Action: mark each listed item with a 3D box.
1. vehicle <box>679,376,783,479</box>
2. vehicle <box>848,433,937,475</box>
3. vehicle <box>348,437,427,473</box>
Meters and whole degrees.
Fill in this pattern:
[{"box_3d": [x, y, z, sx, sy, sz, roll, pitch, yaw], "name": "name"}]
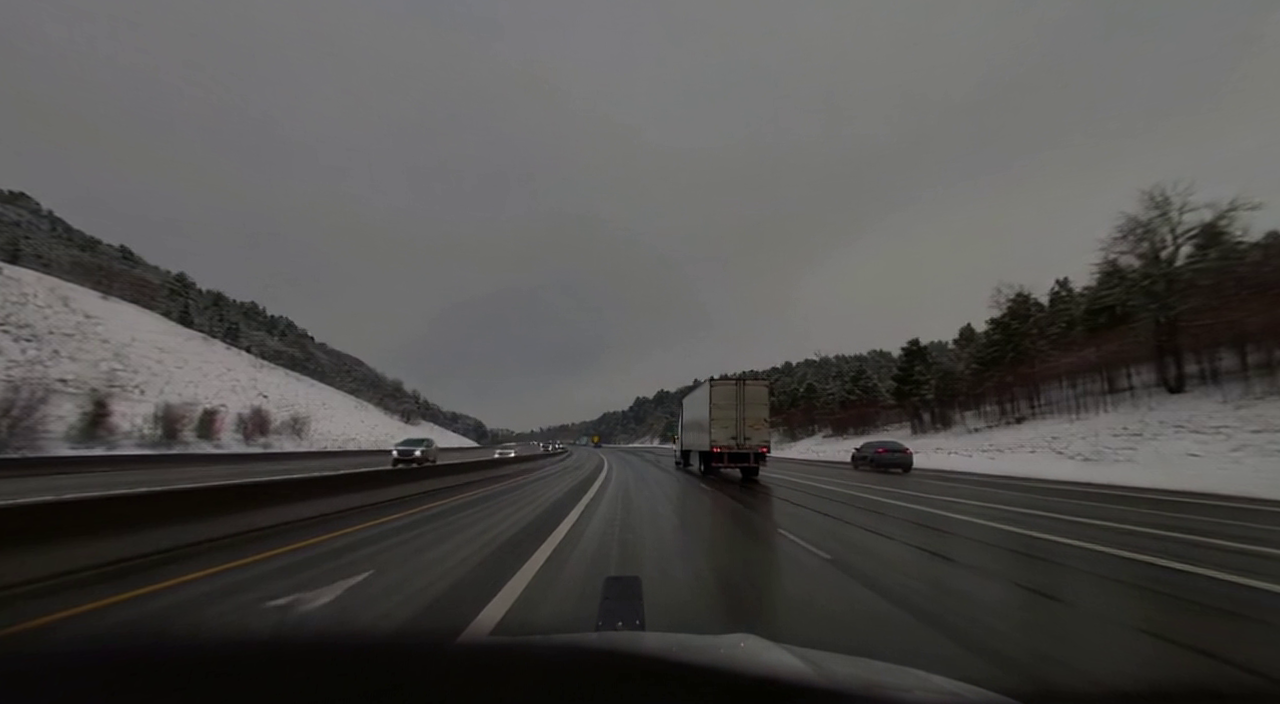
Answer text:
[{"box_3d": [3.833, 3.700, 29.750, 3.049, 3.968, 10.706, 0, -9, -1], "name": "vehicle"}, {"box_3d": [11.422, 4.659, 28.903, 2.046, 1.741, 4.769, 0, -9, -1], "name": "vehicle"}, {"box_3d": [-13.365, 5.499, 33.757, 2.113, 1.783, 5.320, 0, -9, -1], "name": "vehicle"}]
